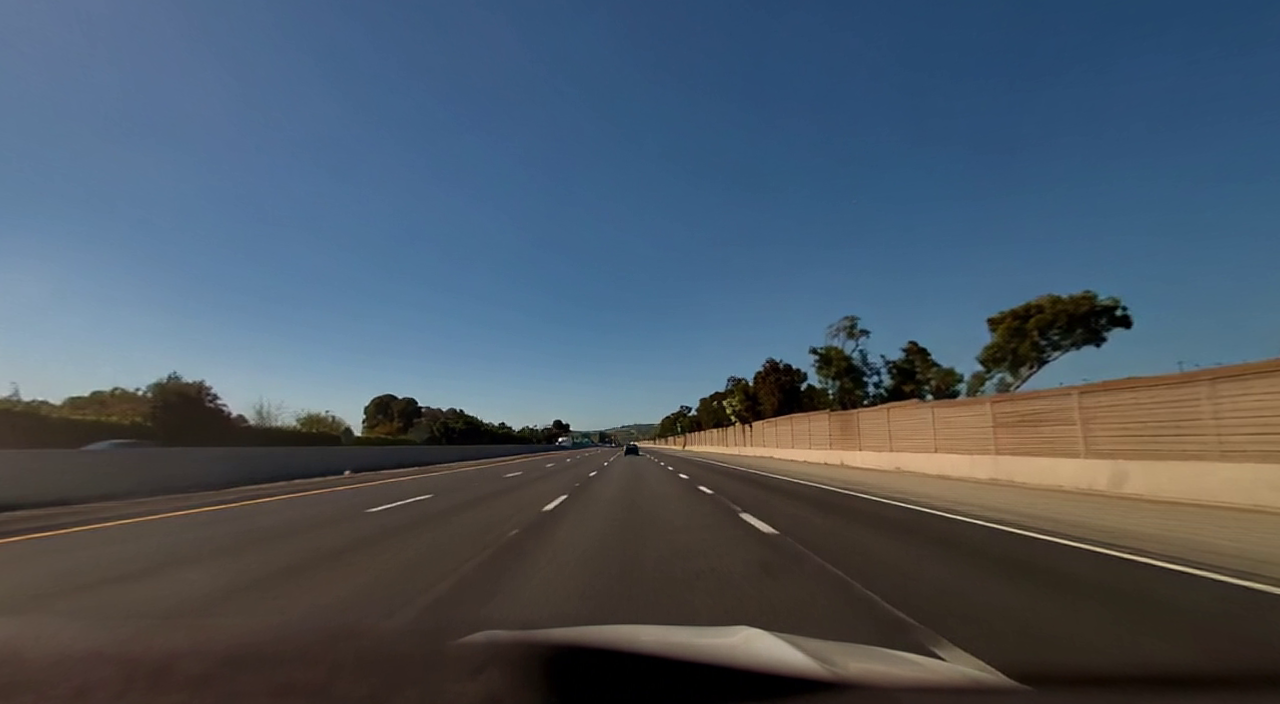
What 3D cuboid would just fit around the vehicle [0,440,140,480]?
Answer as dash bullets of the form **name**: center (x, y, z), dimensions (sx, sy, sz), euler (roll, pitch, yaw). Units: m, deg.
- **vehicle**: center (-22.955, 4.336, 25.581), dimensions (1.822, 1.471, 4.255), euler (0, -9, 0)
